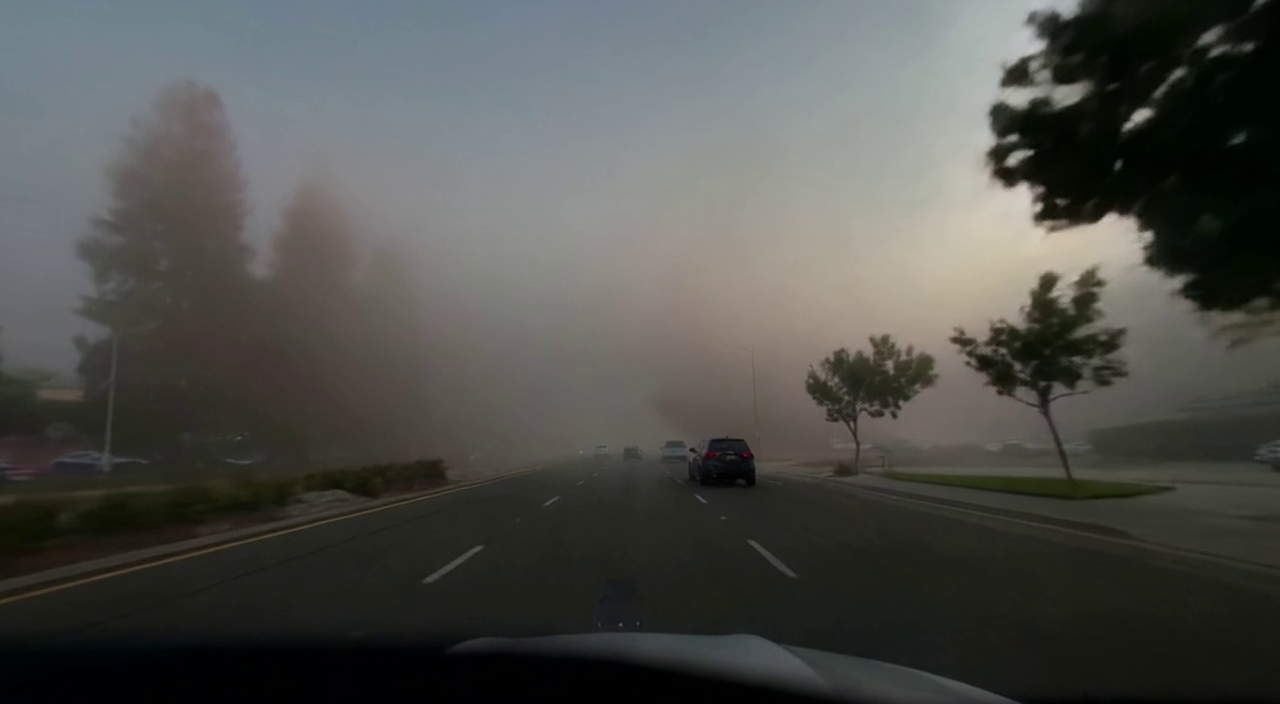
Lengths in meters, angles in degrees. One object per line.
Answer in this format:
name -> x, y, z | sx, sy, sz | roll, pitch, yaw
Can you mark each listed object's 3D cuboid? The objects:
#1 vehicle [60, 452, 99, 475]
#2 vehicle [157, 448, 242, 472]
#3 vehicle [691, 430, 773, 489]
vehicle -> -41.850, 8.270, 47.226 | 1.971, 1.581, 4.186 | 7, -11, -40
vehicle -> -33.516, 8.244, 48.170 | 4.932, 1.730, 1.939 | 0, -8, -3
vehicle -> 3.039, 3.684, 21.931 | 2.060, 1.816, 4.343 | 0, -8, -2
